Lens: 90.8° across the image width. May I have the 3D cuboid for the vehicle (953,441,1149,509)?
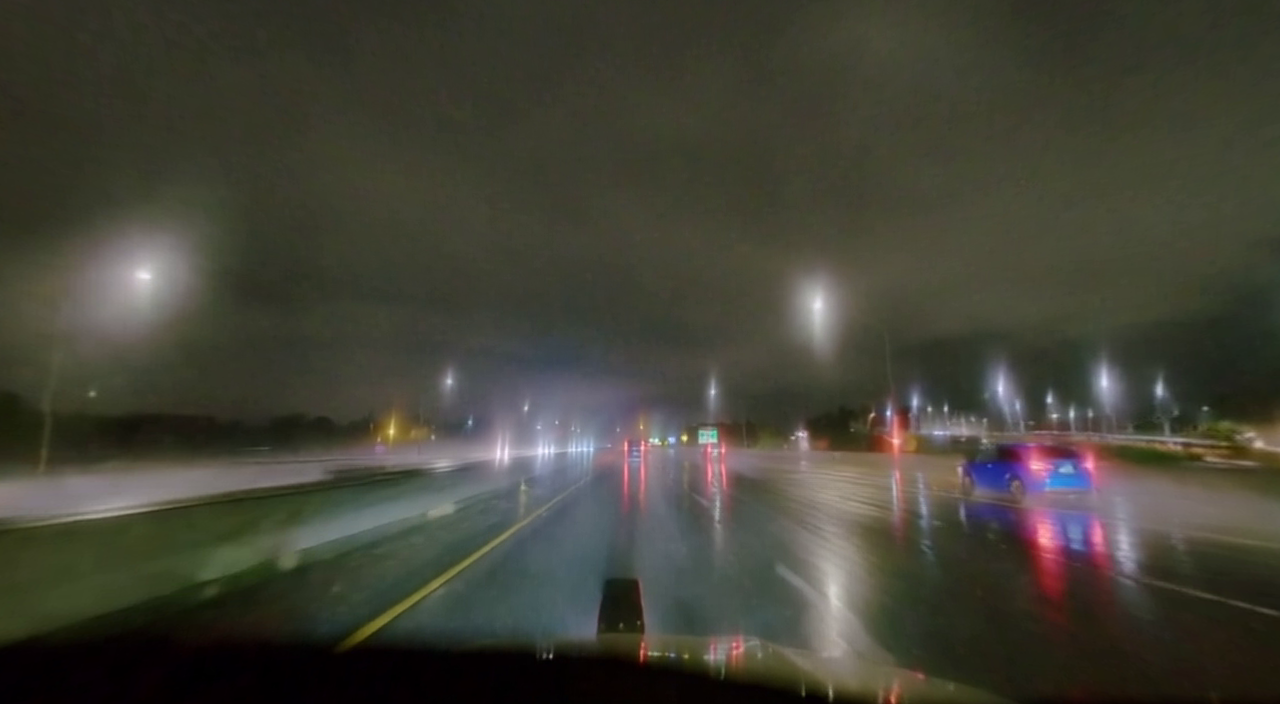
[{"bbox_3d":[10.678,3.184,16.985,2.024,1.481,4.747,1,-8,-1],"label":"vehicle"}]
